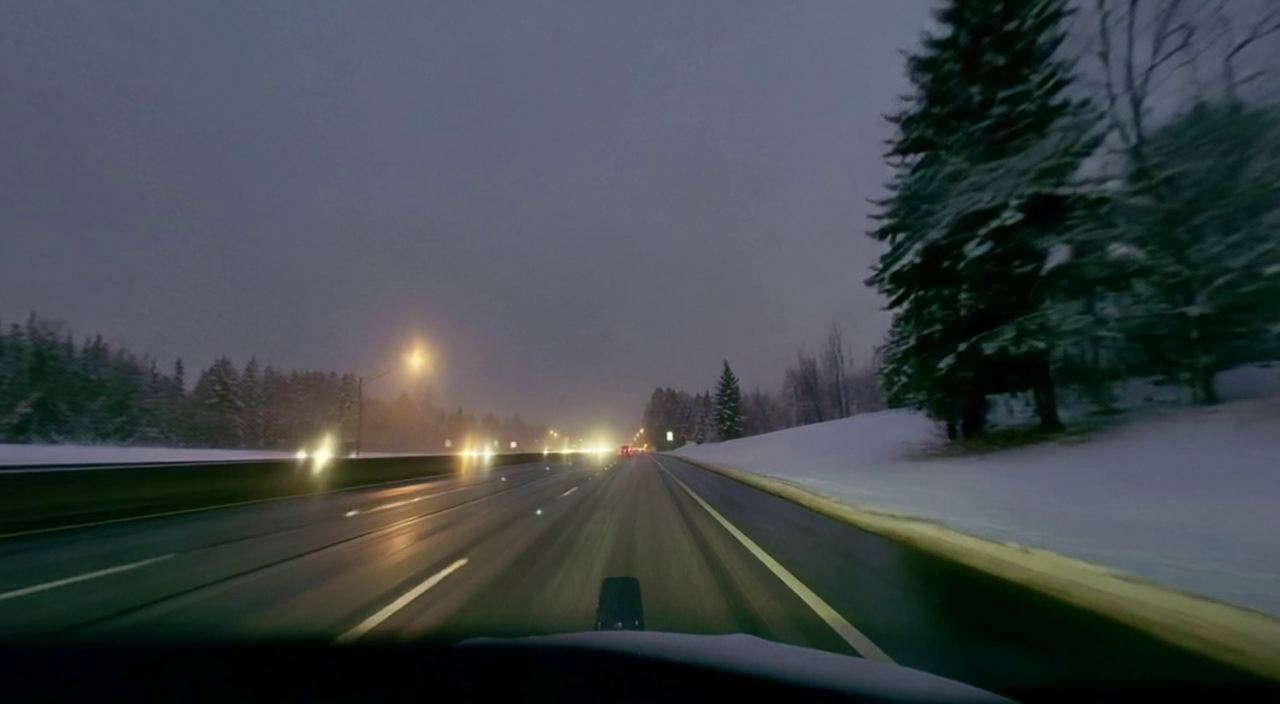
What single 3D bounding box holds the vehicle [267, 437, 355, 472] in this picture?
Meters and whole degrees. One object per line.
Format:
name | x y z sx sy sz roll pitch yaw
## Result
vehicle | -23.617 7.382 45.624 2.507 2.343 6.755 0 -9 2
